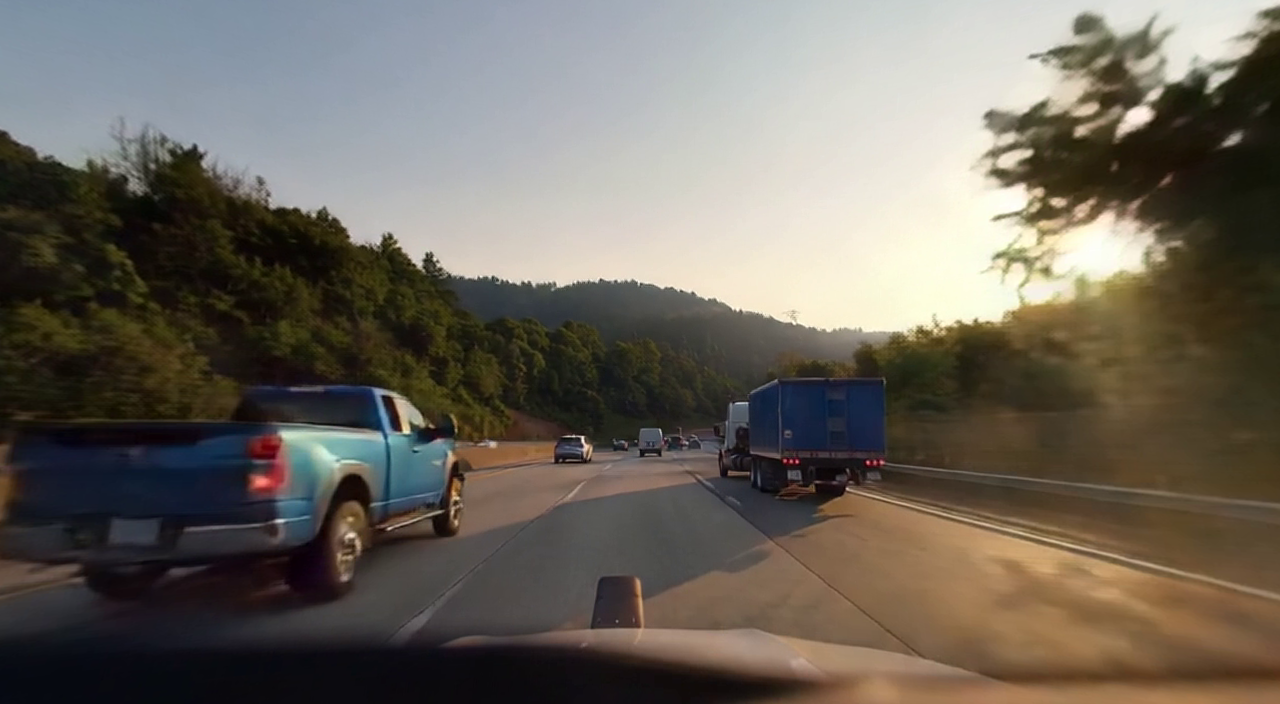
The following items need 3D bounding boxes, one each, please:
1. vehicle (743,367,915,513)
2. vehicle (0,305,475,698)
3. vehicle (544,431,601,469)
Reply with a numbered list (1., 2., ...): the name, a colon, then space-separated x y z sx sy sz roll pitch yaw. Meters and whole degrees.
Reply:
1. vehicle: 3.669 1.819 13.198 2.256 2.568 4.049 0 -8 -1
2. vehicle: -3.211 1.052 5.609 2.204 1.991 4.720 0 -8 0
3. vehicle: -2.988 4.408 28.729 2.008 1.588 4.147 0 -8 1
